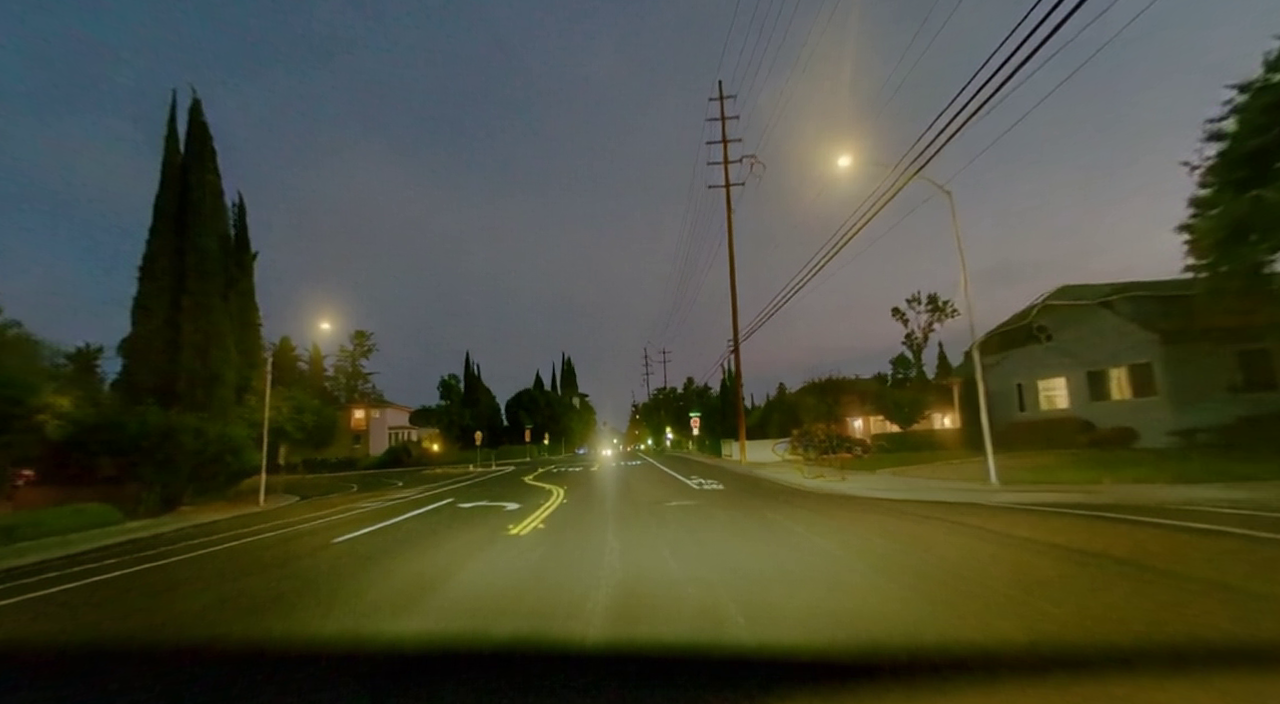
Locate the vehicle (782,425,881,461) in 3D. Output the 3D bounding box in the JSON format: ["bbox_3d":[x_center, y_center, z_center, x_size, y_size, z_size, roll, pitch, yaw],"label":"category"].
[{"bbox_3d":[10.140,4.875,33.779,4.544,1.807,2.204,-1,-9,2],"label":"vehicle"}]
